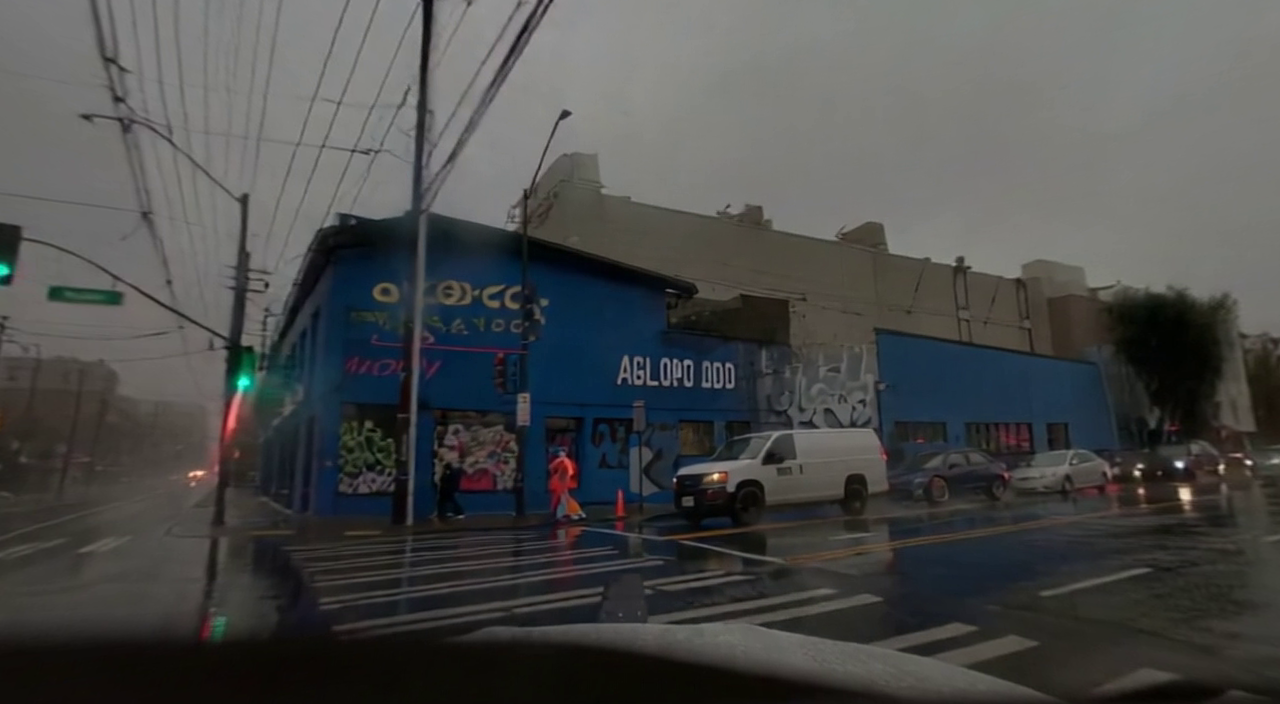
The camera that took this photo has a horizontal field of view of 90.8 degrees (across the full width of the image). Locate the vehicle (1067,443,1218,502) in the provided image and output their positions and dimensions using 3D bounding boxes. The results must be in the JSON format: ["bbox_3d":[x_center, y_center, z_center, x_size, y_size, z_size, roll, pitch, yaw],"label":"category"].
[{"bbox_3d":[15.081,3.526,18.921,4.619,1.511,2.010,5,-10,-32],"label":"vehicle"}]

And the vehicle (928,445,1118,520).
[{"bbox_3d":[9.144,2.968,14.994,4.672,1.459,1.938,5,-10,-33],"label":"vehicle"}]

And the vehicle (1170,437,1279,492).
[{"bbox_3d":[21.719,4.057,23.224,4.811,1.807,1.955,5,-10,-33],"label":"vehicle"}]

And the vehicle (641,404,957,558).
[{"bbox_3d":[2.743,1.999,10.597,4.970,1.972,2.372,5,-10,-34],"label":"vehicle"}]
